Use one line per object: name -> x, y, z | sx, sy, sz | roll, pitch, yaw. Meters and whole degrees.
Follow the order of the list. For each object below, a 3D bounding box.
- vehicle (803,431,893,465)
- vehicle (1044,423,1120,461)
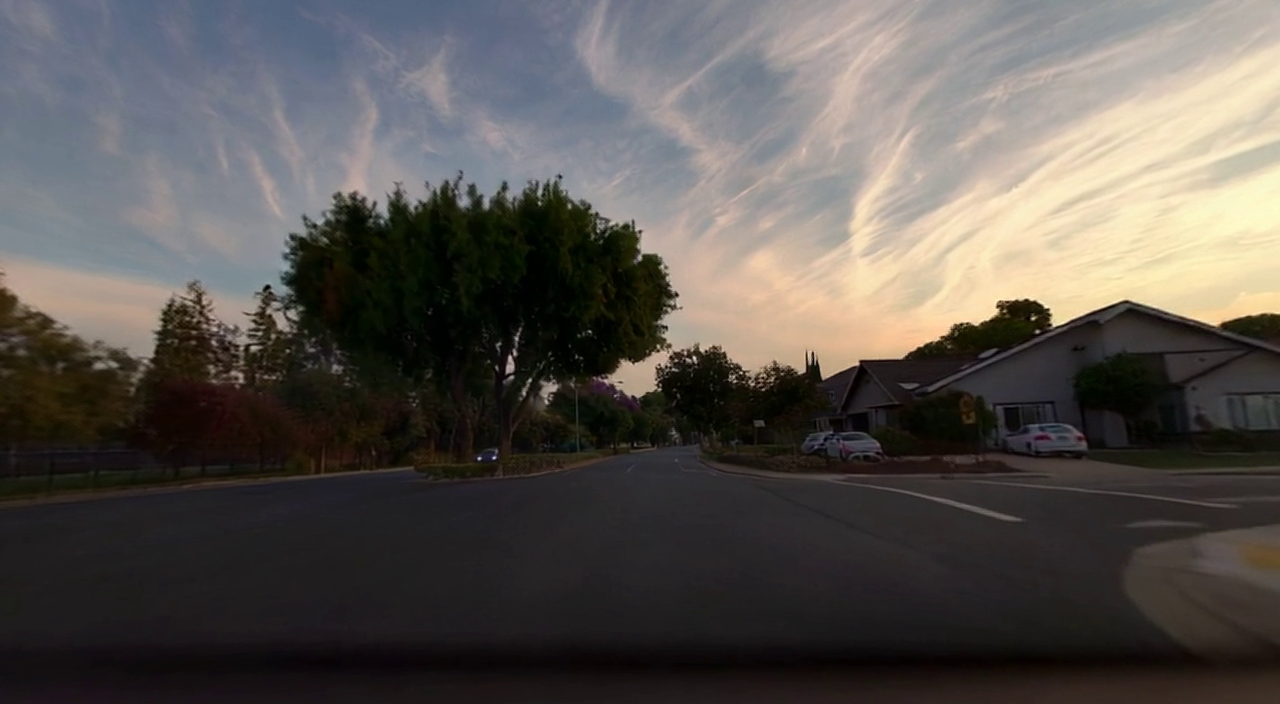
vehicle -> 11.284, 5.210, 34.627 | 2.199, 1.661, 4.495 | 4, -8, -25
vehicle -> 20.216, 4.061, 28.809 | 4.241, 1.560, 1.979 | 7, -10, -45
